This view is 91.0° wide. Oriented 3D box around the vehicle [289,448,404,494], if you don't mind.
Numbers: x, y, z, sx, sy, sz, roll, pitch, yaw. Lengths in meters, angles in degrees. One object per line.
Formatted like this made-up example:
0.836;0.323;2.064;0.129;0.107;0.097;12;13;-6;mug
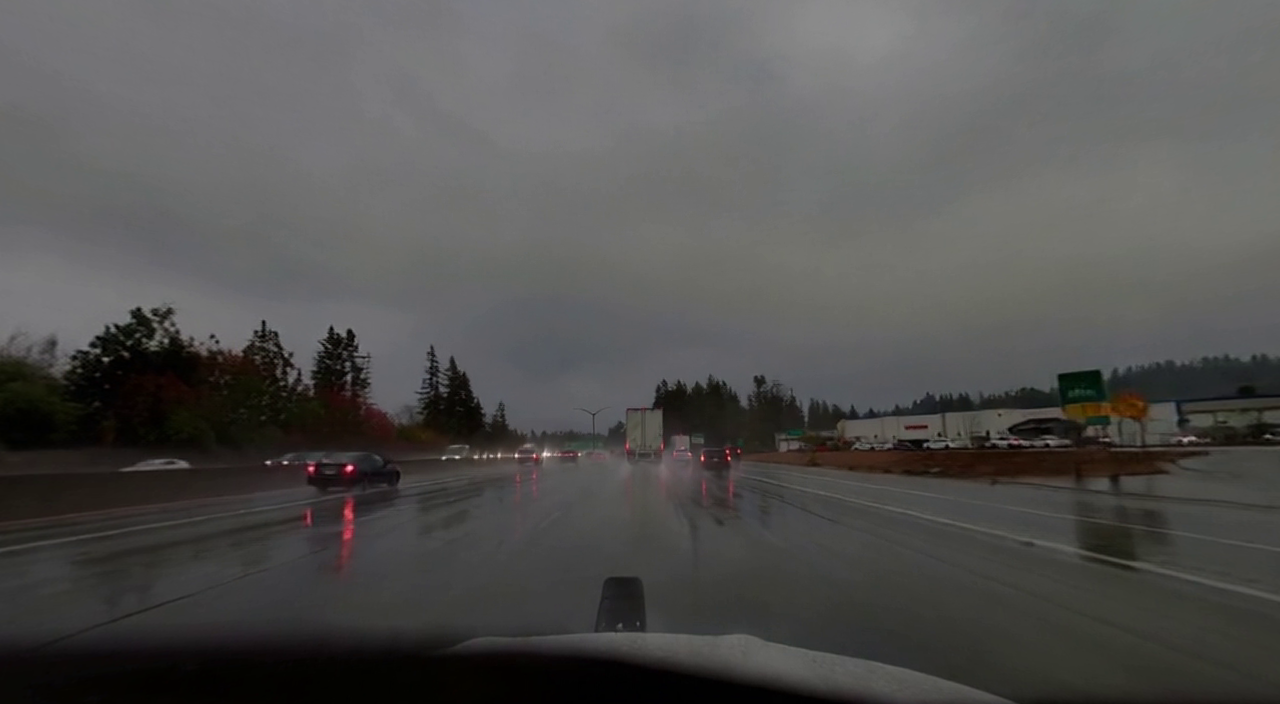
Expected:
-10.678;4.327;23.332;2.015;1.521;4.550;0;-9;1;vehicle

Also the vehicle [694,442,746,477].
4.064;5.562;32.762;2.107;1.707;4.445;0;-9;0;vehicle

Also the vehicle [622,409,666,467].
0.440;6.661;47.991;3.012;3.928;10.262;0;-9;2;vehicle
